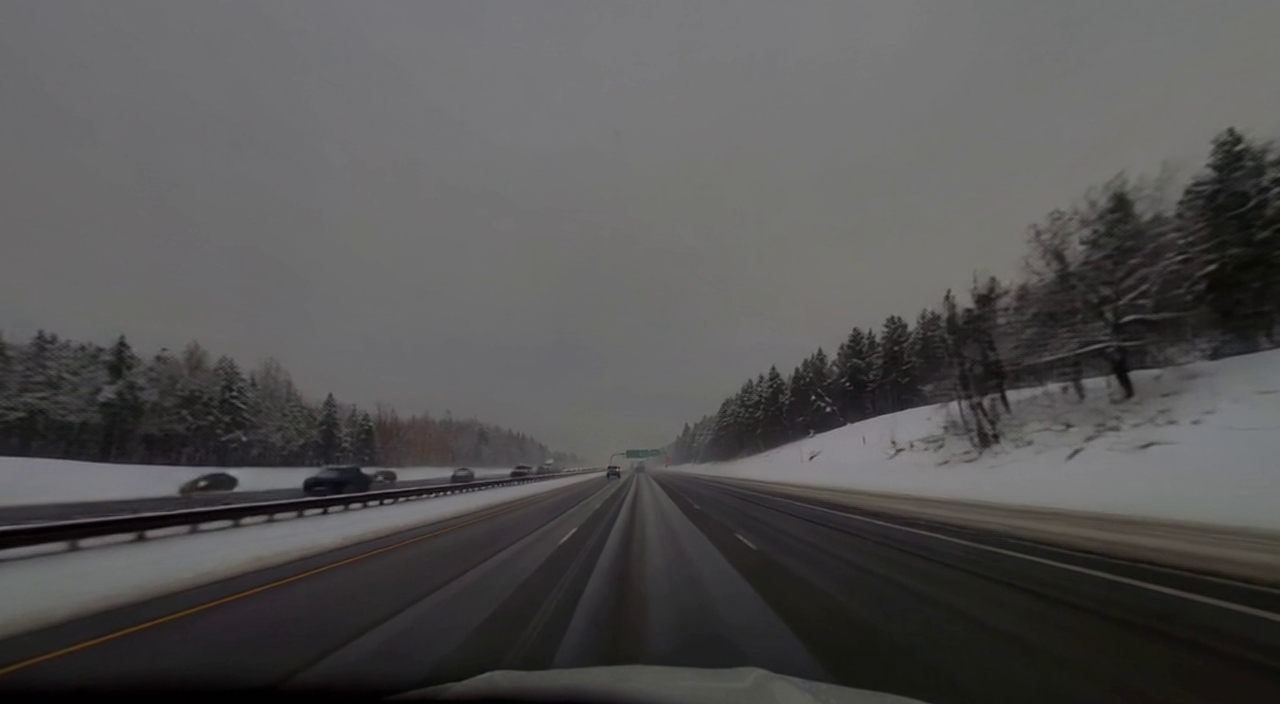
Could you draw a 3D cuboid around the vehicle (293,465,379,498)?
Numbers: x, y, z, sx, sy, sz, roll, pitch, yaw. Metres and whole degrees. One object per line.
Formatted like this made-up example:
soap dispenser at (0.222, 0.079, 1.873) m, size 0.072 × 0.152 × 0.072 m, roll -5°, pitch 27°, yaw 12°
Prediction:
vehicle at (-16.941, 7.227, 35.437) m, size 1.944 × 1.648 × 5.787 m, roll 1°, pitch -10°, yaw 0°
